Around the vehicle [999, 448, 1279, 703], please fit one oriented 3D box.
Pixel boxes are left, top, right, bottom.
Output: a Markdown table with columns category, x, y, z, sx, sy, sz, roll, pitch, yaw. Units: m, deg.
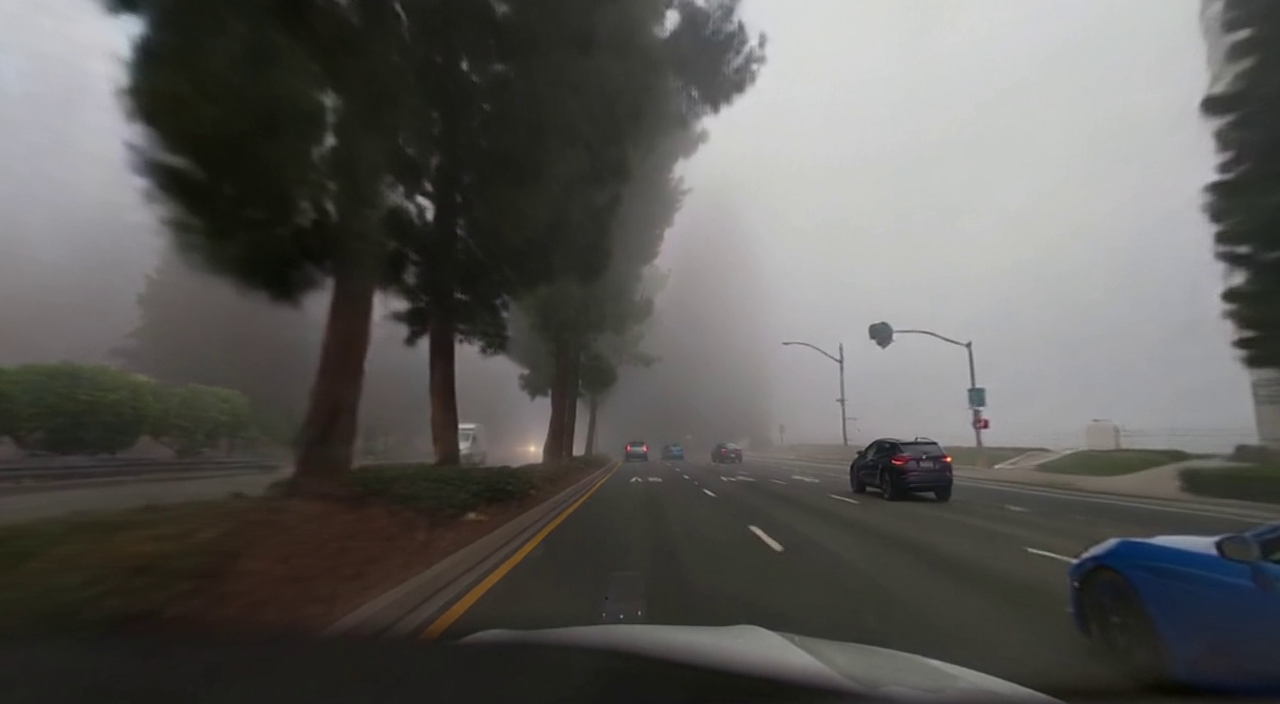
| category | x | y | z | sx | sy | sz | roll | pitch | yaw |
| --- | --- | --- | --- | --- | --- | --- | --- | --- | --- |
| vehicle | 3.371 | 0.973 | 1.918 | 1.990 | 1.347 | 4.388 | 0 | -9 | 0 |

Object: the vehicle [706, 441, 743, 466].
| category | x | y | z | sx | sy | sz | roll | pitch | yaw |
| --- | --- | --- | --- | --- | --- | --- | --- | --- | --- |
| vehicle | 6.055 | 7.346 | 45.846 | 1.931 | 1.685 | 4.054 | 0 | -9 | -3 |

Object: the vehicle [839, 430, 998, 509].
| category | x | y | z | sx | sy | sz | roll | pitch | yaw |
| --- | --- | --- | --- | --- | --- | --- | --- | --- | --- |
| vehicle | 6.831 | 2.919 | 16.156 | 1.987 | 1.730 | 4.373 | 0 | -9 | -1 |

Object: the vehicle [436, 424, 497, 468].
| category | x | y | z | sx | sy | sz | roll | pitch | yaw |
| --- | --- | --- | --- | --- | --- | --- | --- | --- | --- |
| vehicle | -11.140 | 6.099 | 41.099 | 2.300 | 2.636 | 5.986 | 0 | -9 | -1 |
